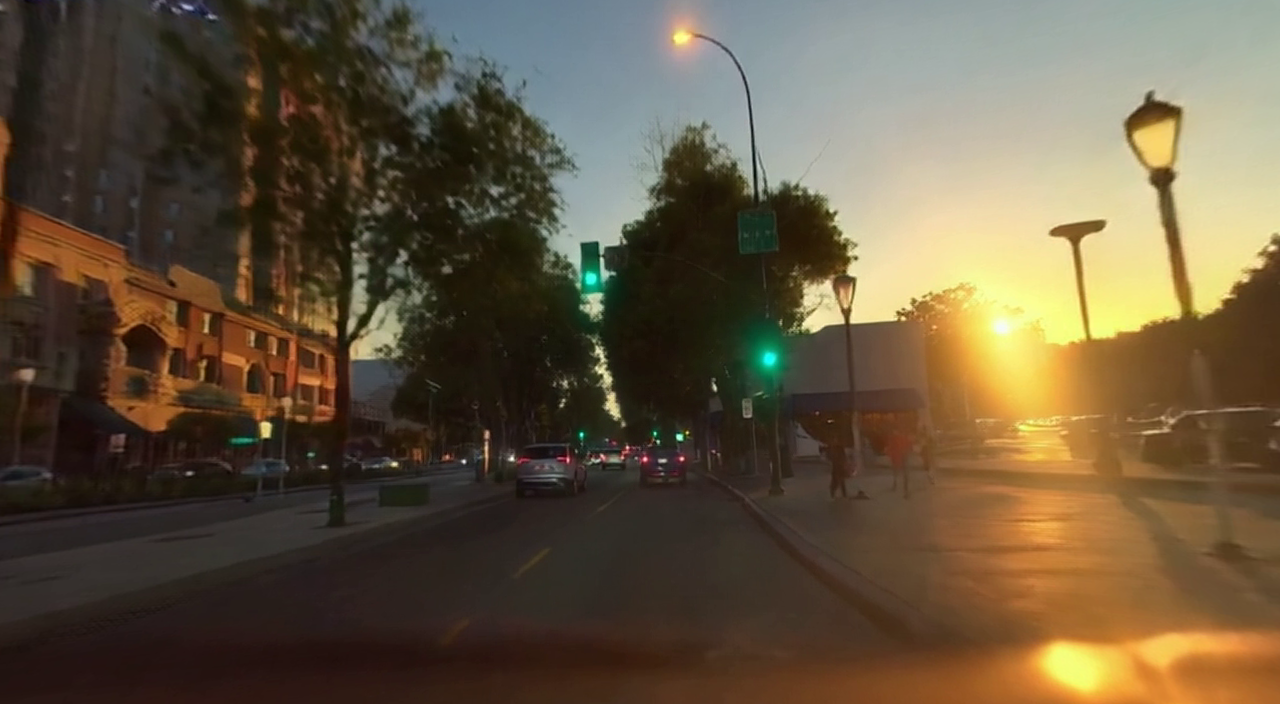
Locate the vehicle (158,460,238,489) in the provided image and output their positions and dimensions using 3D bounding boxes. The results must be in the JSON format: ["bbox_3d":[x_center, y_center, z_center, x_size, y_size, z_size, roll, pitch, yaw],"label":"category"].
[{"bbox_3d":[-28.713,7.929,41.151,1.898,1.641,4.644,0,-8,-1],"label":"vehicle"}]

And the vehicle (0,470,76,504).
[{"bbox_3d":[-31.948,6.893,32.440,1.768,1.436,4.515,0,-8,-3],"label":"vehicle"}]

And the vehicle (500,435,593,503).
[{"bbox_3d":[-2.565,3.308,18.270,1.940,1.722,3.823,-1,-8,3],"label":"vehicle"}]

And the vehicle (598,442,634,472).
[{"bbox_3d":[-1.497,6.882,41.465,2.220,1.847,4.587,0,-8,0],"label":"vehicle"}]

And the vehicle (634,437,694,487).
[{"bbox_3d":[0.876,4.178,24.234,2.120,1.758,3.917,0,-8,1],"label":"vehicle"}]
